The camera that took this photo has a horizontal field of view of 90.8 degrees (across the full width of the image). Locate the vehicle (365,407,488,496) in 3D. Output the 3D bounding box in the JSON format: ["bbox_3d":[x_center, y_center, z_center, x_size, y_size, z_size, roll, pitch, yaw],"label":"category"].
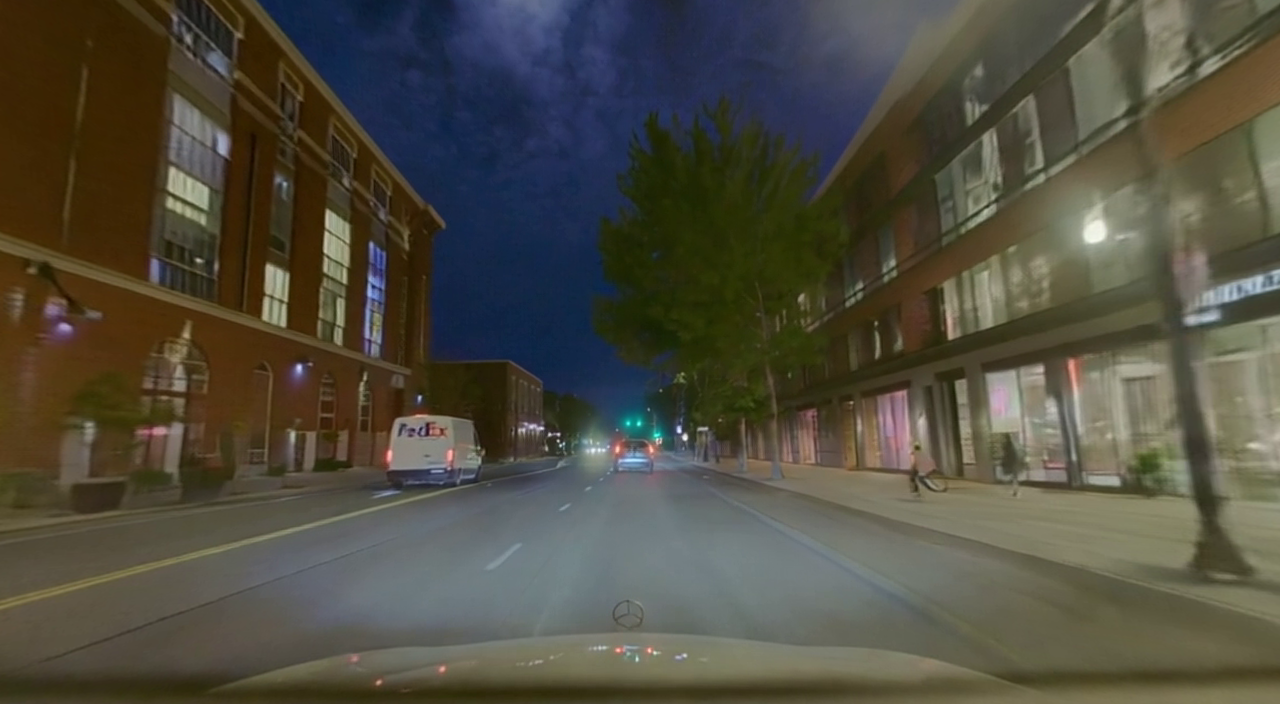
[{"bbox_3d":[-7.059,3.376,21.773,2.418,2.620,5.522,-1,-8,-1],"label":"vehicle"}]

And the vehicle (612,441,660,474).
[{"bbox_3d":[-0.266,5.527,33.349,2.356,1.572,4.810,0,-8,-2],"label":"vehicle"}]
